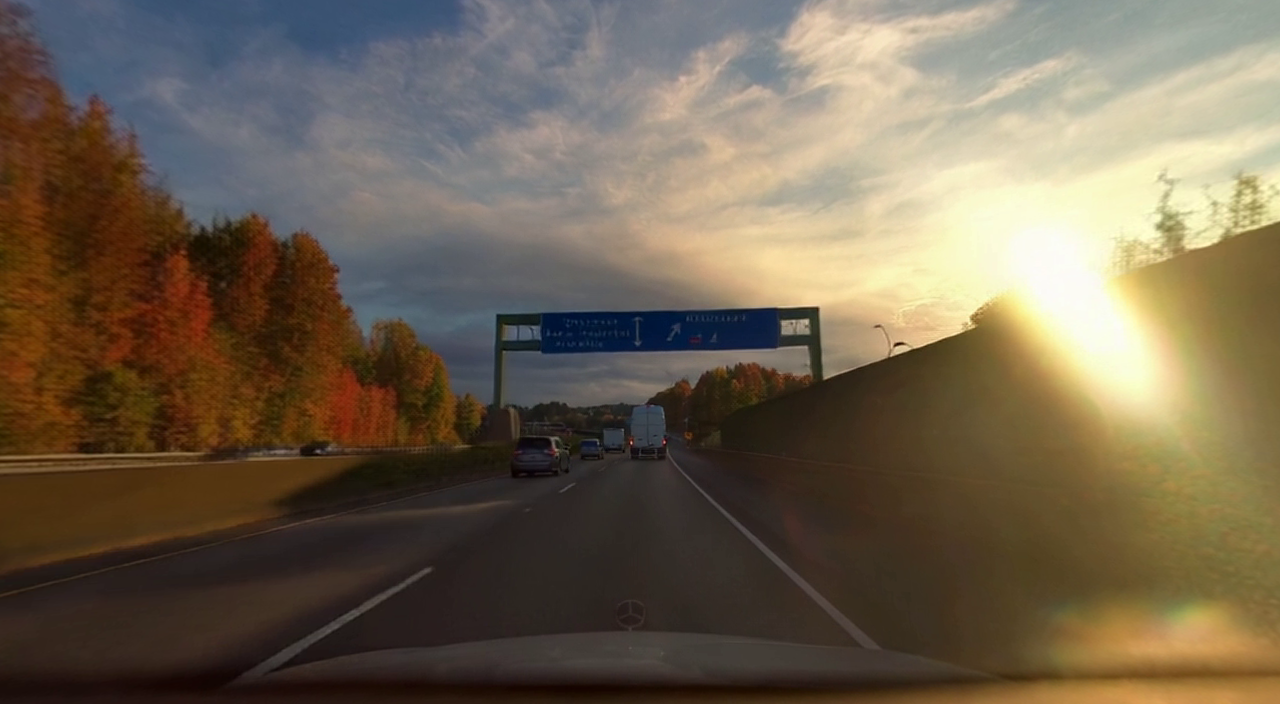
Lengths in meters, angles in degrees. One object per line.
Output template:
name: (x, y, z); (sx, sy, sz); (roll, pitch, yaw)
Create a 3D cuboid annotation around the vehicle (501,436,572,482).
vehicle: (-3.751, 3.936, 23.461); (1.927, 1.556, 3.921); (0, -8, 1)

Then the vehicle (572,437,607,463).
vehicle: (-3.286, 6.497, 41.889); (1.962, 1.575, 4.158); (0, -8, 0)

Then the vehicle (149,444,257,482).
vehicle: (-22.557, 5.710, 32.776); (2.196, 1.757, 4.961); (0, -8, -2)

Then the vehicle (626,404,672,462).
vehicle: (0.672, 5.884, 45.332); (2.933, 3.701, 10.425); (0, -8, 1)
